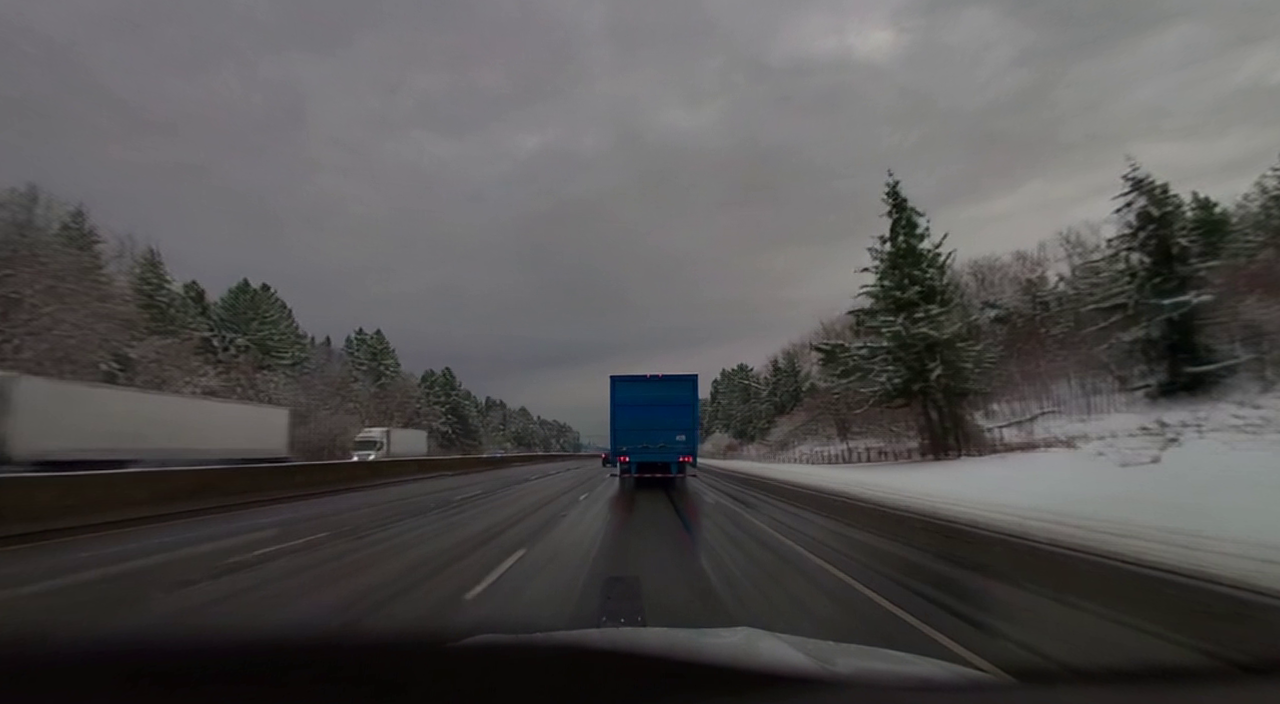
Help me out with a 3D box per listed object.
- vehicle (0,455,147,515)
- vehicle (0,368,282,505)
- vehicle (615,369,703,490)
[{"bbox_3d":[-15.828,3.535,17.181,1.774,1.419,3.615,0,-9,1],"label":"vehicle"},{"bbox_3d":[-20.000,3.509,24.974,3.193,3.890,14.599,0,-9,0],"label":"vehicle"},{"bbox_3d":[0.583,3.313,25.860,2.898,3.973,10.063,0,-9,0],"label":"vehicle"}]
